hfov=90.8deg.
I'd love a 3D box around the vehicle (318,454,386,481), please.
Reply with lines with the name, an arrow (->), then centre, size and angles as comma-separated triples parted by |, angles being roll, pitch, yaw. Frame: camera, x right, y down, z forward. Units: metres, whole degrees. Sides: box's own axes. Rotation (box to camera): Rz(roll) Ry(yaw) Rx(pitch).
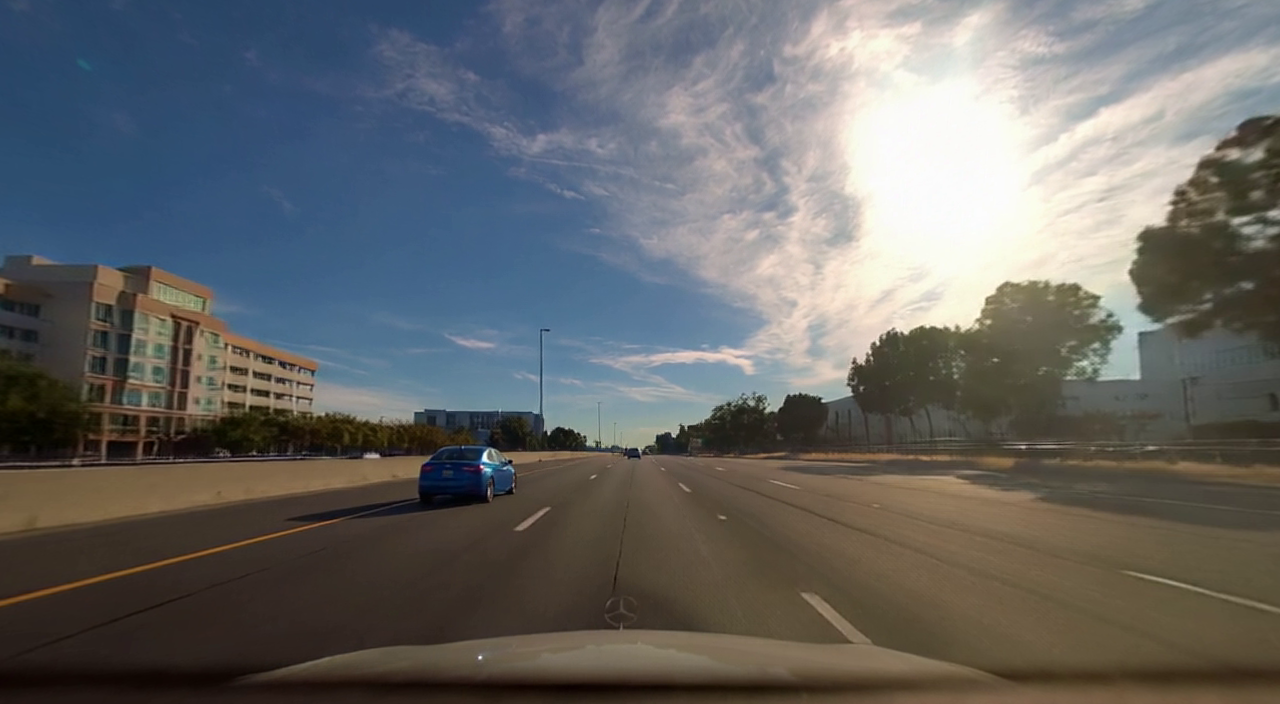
vehicle -> -17.536, 7.035, 38.761 | 1.892, 1.478, 4.684 | 0, -9, 1

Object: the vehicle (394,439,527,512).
vehicle -> -4.129, 2.892, 15.353 | 1.900, 1.492, 4.495 | 0, -9, 0
